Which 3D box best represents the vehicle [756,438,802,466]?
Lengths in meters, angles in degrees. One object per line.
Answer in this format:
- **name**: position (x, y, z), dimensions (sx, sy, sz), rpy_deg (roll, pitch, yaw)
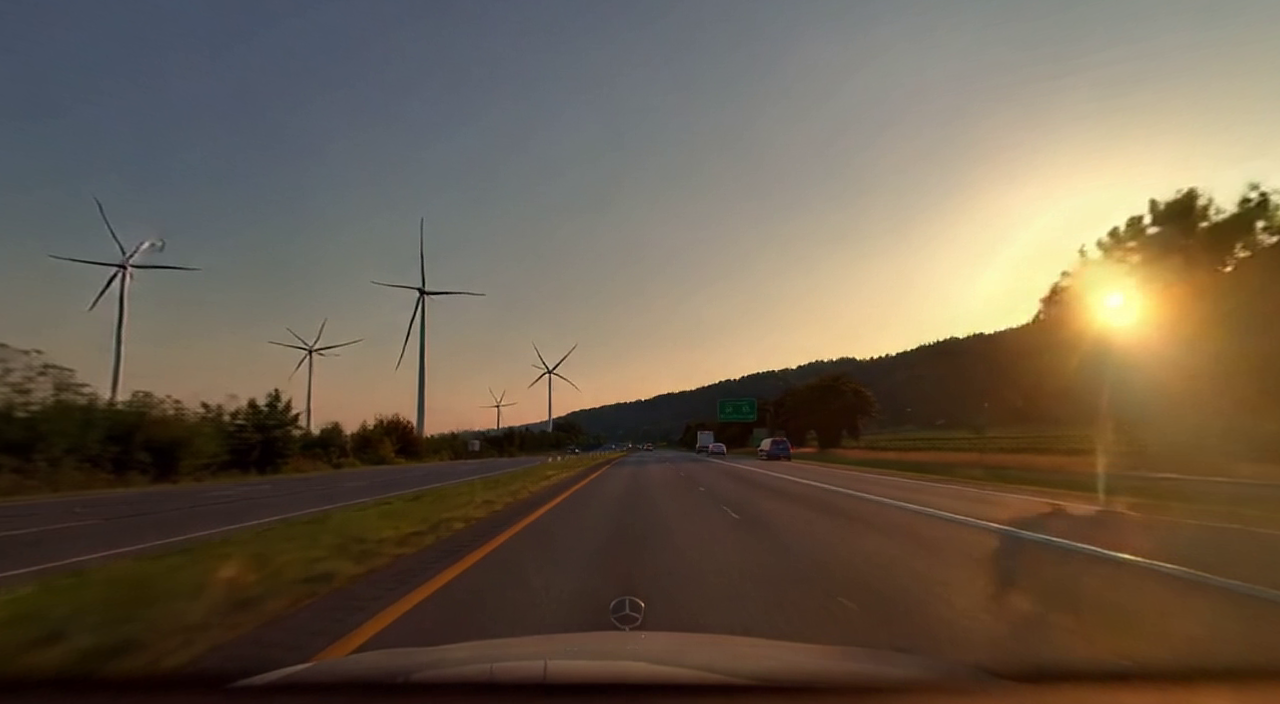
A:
- **vehicle**: position (9.013, 6.531, 41.106), dimensions (1.897, 1.669, 4.825), rpy_deg (0, -9, 0)
